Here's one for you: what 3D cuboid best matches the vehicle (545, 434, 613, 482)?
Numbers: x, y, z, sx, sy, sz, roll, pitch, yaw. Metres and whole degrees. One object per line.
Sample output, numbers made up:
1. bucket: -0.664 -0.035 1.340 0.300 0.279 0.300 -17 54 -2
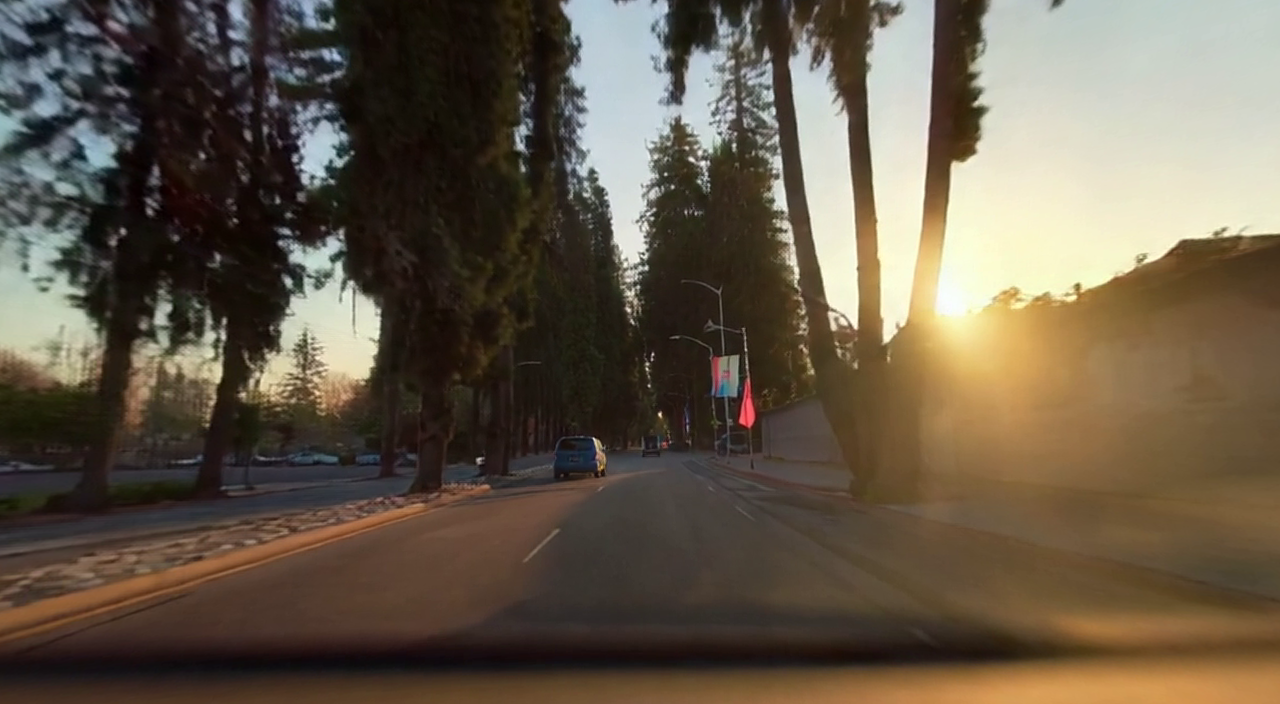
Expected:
1. vehicle: -2.449 4.450 26.644 2.281 1.837 4.845 0 -8 2
